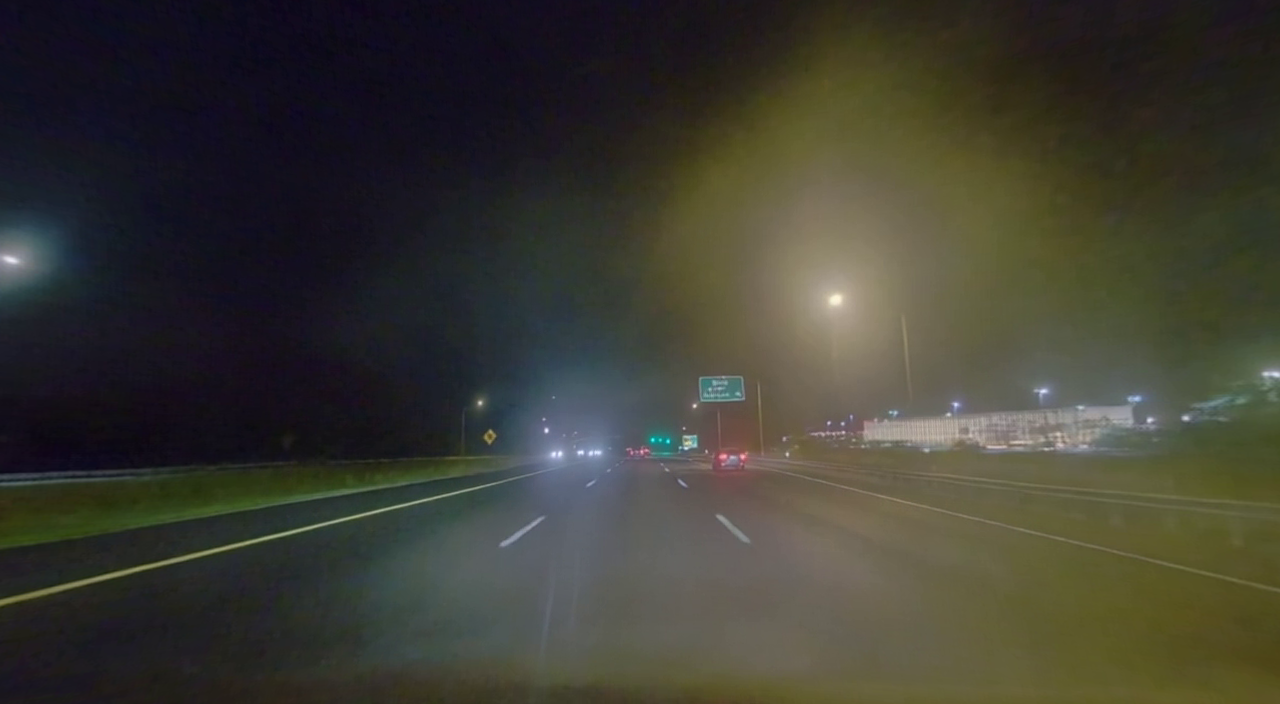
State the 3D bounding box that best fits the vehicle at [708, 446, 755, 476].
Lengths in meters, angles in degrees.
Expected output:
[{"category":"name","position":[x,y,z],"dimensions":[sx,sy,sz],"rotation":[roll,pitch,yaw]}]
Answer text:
[{"category":"vehicle","position":[5.233,6.314,36.588],"dimensions":[2.085,1.594,4.848],"rotation":[0,-9,1]}]
